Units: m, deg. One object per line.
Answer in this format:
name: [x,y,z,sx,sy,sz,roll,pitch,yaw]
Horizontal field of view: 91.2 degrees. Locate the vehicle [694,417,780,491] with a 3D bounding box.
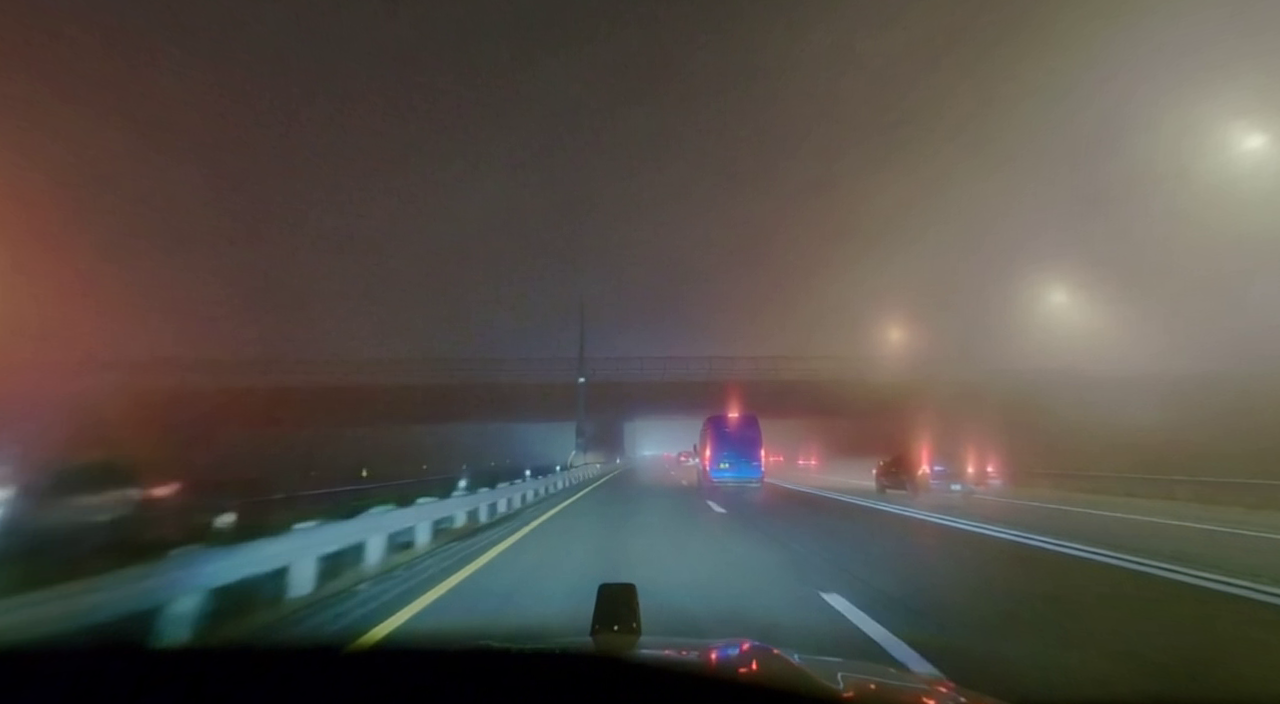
vehicle: [3.659,4.026,24.921,2.560,2.598,5.581,0,-9,1]

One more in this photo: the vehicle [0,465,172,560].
vehicle: [-12.392,3.237,13.181,1.890,1.593,4.054,-1,-9,1]
